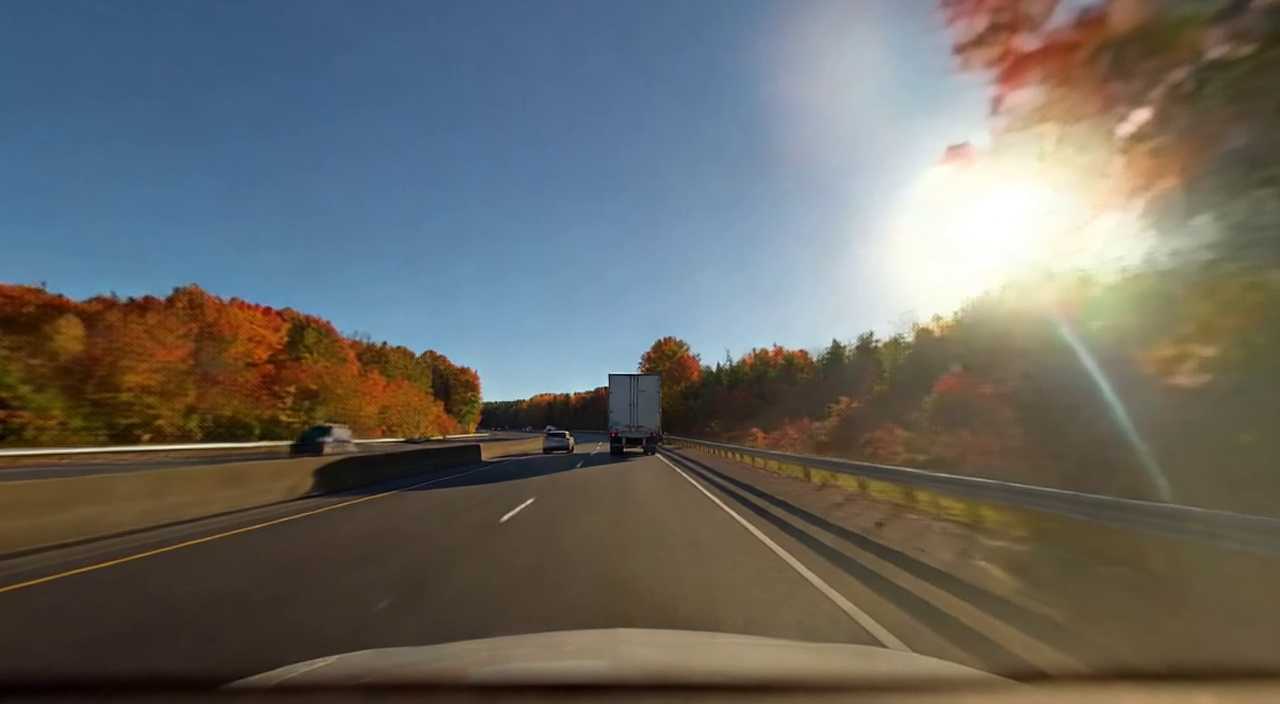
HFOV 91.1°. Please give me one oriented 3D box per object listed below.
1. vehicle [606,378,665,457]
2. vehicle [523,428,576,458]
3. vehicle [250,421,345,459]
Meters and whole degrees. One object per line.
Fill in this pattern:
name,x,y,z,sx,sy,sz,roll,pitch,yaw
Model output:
vehicle,-0.415,4.120,37.986,3.013,4.016,11.496,0,-8,-2
vehicle,-4.737,4.837,33.613,2.217,1.495,4.245,0,-8,0
vehicle,-15.916,4.111,29.550,1.979,1.653,4.497,0,-8,-1
